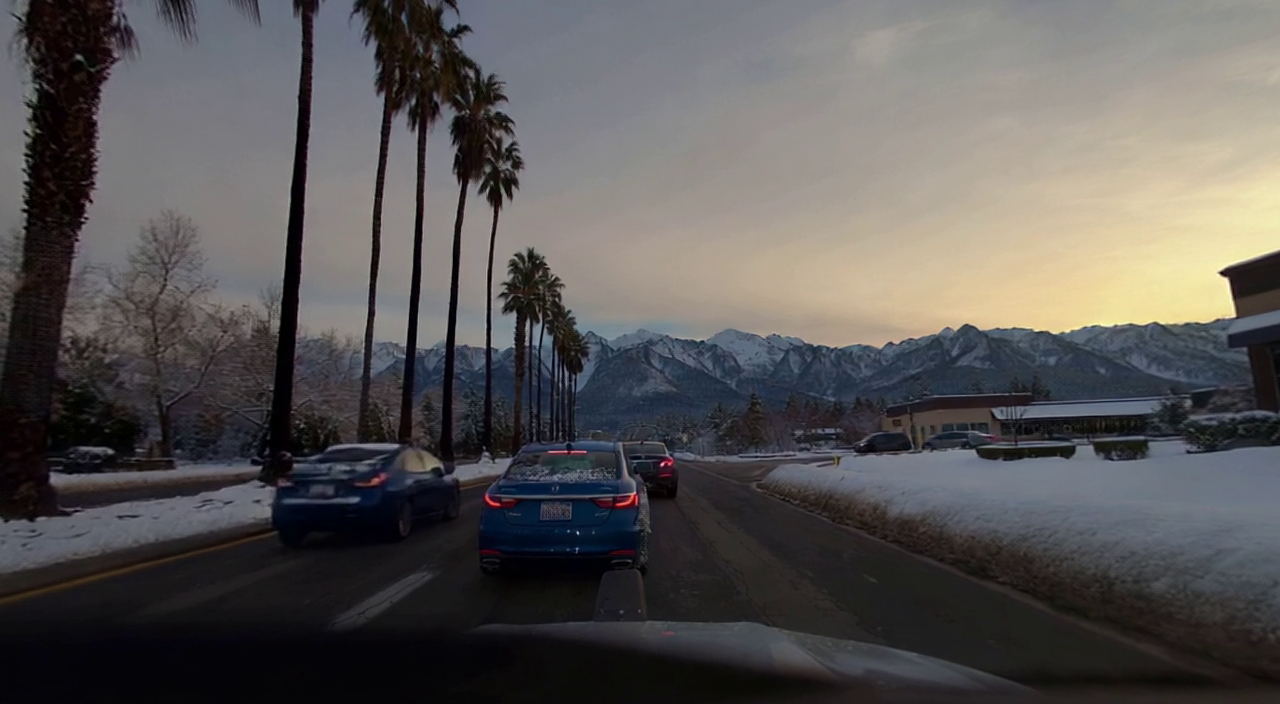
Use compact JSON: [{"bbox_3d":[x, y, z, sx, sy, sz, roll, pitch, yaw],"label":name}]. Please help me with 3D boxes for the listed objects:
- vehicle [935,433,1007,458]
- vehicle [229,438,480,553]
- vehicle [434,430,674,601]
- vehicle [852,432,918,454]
[{"bbox_3d":[21.331,6.011,40.694,4.640,1.526,1.961,5,-10,-32],"label":"vehicle"},{"bbox_3d":[-4.353,2.244,10.774,1.964,1.466,5.009,0,-8,0],"label":"vehicle"},{"bbox_3d":[-0.816,1.712,7.507,2.067,1.459,3.886,0,-8,-2],"label":"vehicle"},{"bbox_3d":[19.237,7.198,49.800,1.925,1.652,4.490,6,-10,-34],"label":"vehicle"}]
